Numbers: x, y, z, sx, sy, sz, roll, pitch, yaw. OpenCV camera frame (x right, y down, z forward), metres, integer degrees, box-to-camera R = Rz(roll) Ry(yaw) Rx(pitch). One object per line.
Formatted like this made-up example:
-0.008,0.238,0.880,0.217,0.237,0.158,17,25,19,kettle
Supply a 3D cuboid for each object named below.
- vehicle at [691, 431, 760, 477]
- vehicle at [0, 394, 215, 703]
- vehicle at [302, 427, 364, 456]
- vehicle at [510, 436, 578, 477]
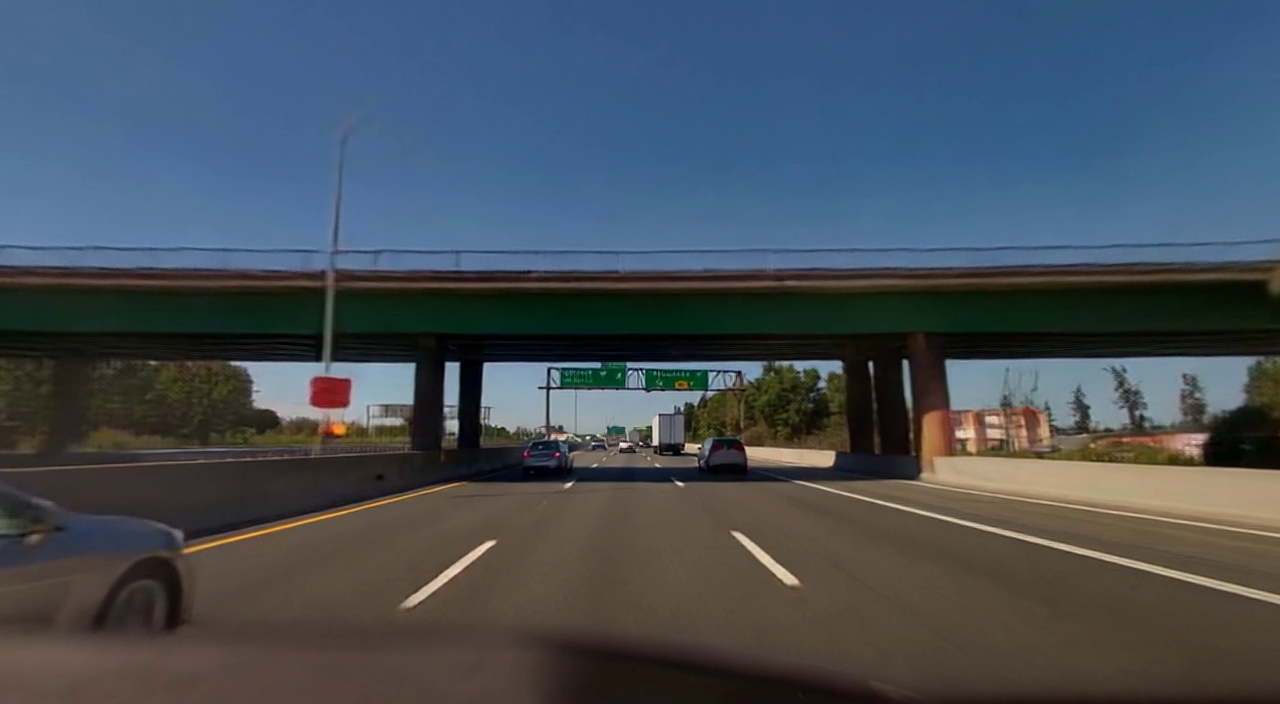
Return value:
3.219,3.947,24.582,2.001,1.625,4.088,0,-8,-2,vehicle
-3.567,0.760,1.375,2.122,1.486,4.532,0,-8,0,vehicle
-20.239,5.917,41.698,2.027,1.792,4.238,0,-8,-1,vehicle
-3.748,4.172,25.444,2.064,1.479,4.370,0,-8,0,vehicle
